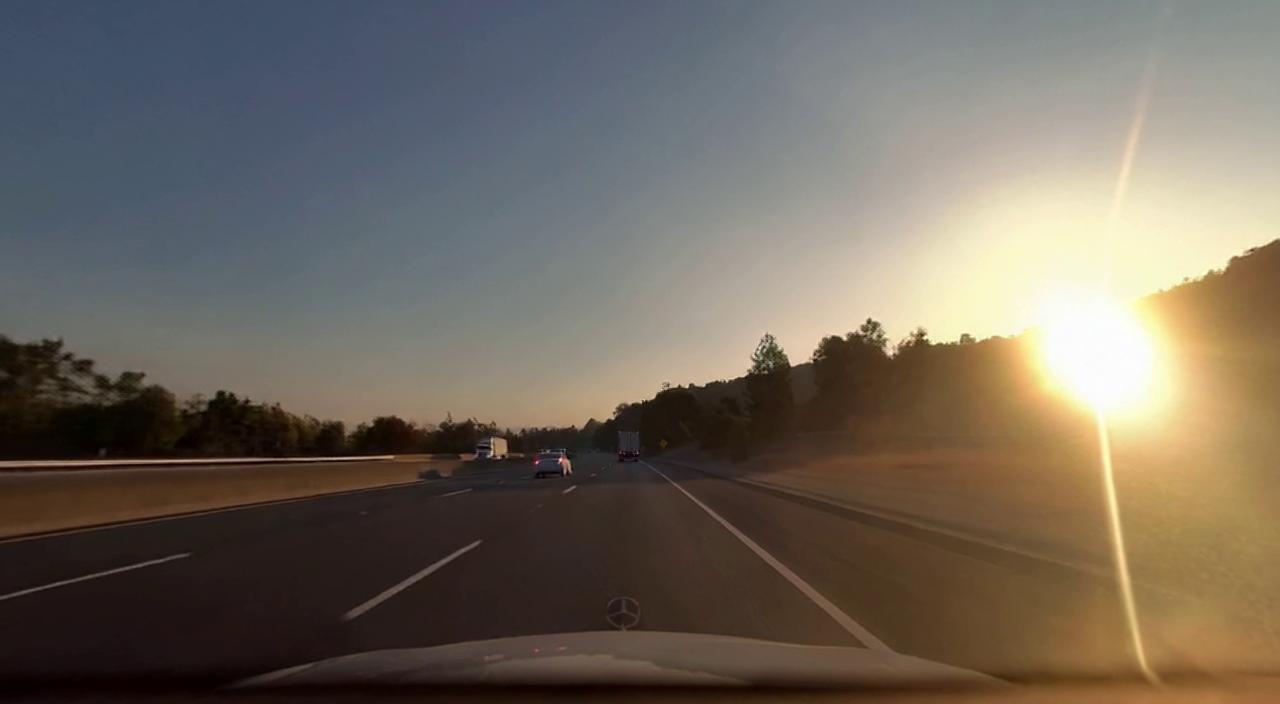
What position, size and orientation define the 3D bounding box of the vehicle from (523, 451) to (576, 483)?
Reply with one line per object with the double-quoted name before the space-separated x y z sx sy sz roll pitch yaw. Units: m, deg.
"vehicle" -4.679 6.031 33.446 2.108 1.573 5.000 0 -9 0
